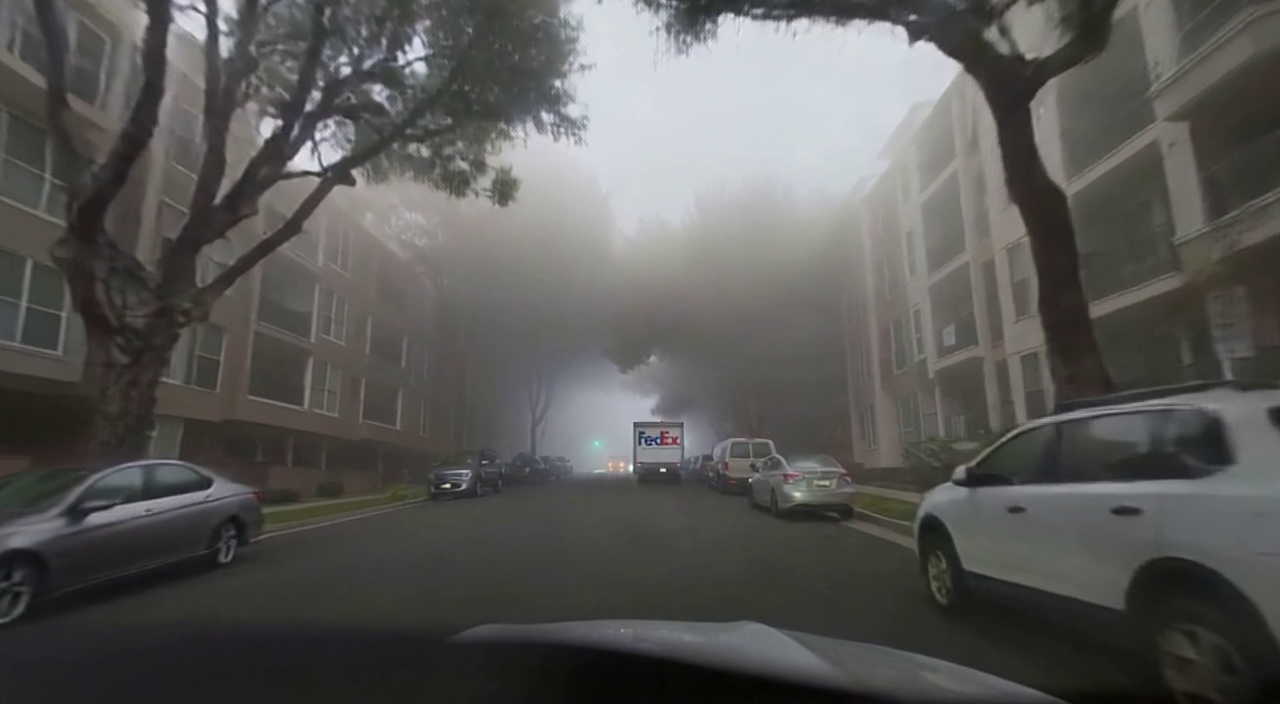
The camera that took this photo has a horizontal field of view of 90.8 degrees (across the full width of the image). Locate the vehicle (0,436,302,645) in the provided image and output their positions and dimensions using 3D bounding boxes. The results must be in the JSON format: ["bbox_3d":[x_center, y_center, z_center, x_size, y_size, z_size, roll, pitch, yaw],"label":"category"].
[{"bbox_3d":[-5.695,1.694,6.588,1.888,1.546,4.306,0,-8,1],"label":"vehicle"}]

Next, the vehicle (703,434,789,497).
[{"bbox_3d":[3.701,4.088,23.268,2.221,1.991,5.564,0,-9,0],"label":"vehicle"}]

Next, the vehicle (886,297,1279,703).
[{"bbox_3d":[3.640,1.021,4.236,2.099,2.018,4.087,0,-9,-3],"label":"vehicle"}]

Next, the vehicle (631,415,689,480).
[{"bbox_3d":[0.962,5.423,36.005,2.930,3.275,8.180,0,-8,-1],"label":"vehicle"}]

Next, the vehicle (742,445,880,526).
[{"bbox_3d":[3.594,2.854,14.193,1.877,1.500,4.407,0,-8,1],"label":"vehicle"}]

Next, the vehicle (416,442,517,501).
[{"bbox_3d":[-5.678,3.937,21.302,2.089,1.757,4.256,-1,-8,2],"label":"vehicle"}]

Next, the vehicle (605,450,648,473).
[{"bbox_3d":[-0.910,7.573,43.920,1.981,1.500,3.992,-2,-9,14],"label":"vehicle"}]

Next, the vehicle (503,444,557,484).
[{"bbox_3d":[-5.567,5.716,32.526,2.020,1.867,4.654,0,-8,-1],"label":"vehicle"}]
